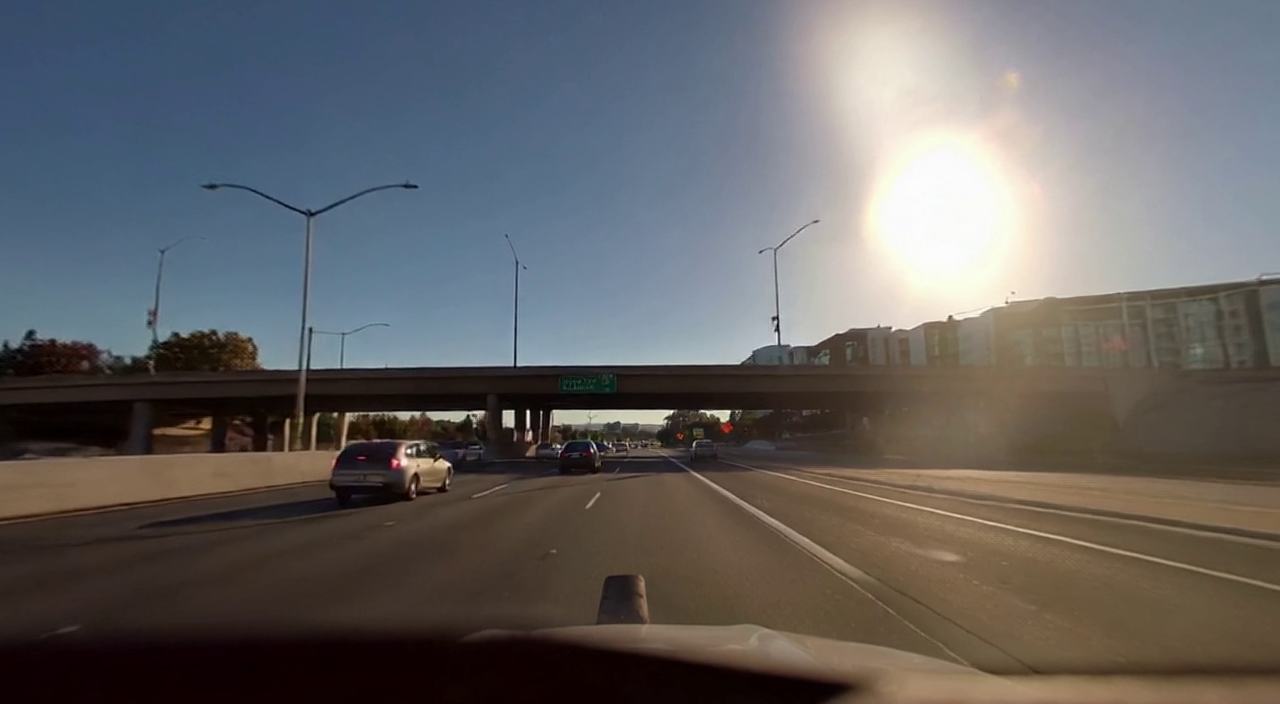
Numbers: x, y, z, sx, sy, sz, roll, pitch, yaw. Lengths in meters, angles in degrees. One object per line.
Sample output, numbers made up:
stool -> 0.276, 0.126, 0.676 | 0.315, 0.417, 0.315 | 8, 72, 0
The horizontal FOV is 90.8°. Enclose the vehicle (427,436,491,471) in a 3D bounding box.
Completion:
vehicle -> -9.690, 5.463, 34.242 | 1.969, 1.759, 4.758 | 0, -8, 1

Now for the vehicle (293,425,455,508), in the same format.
vehicle -> -6.489, 2.844, 16.162 | 2.015, 1.762, 4.790 | 0, -8, 1

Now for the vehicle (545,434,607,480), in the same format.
vehicle -> -2.487, 4.230, 25.744 | 2.027, 1.697, 4.307 | 0, -8, 1
